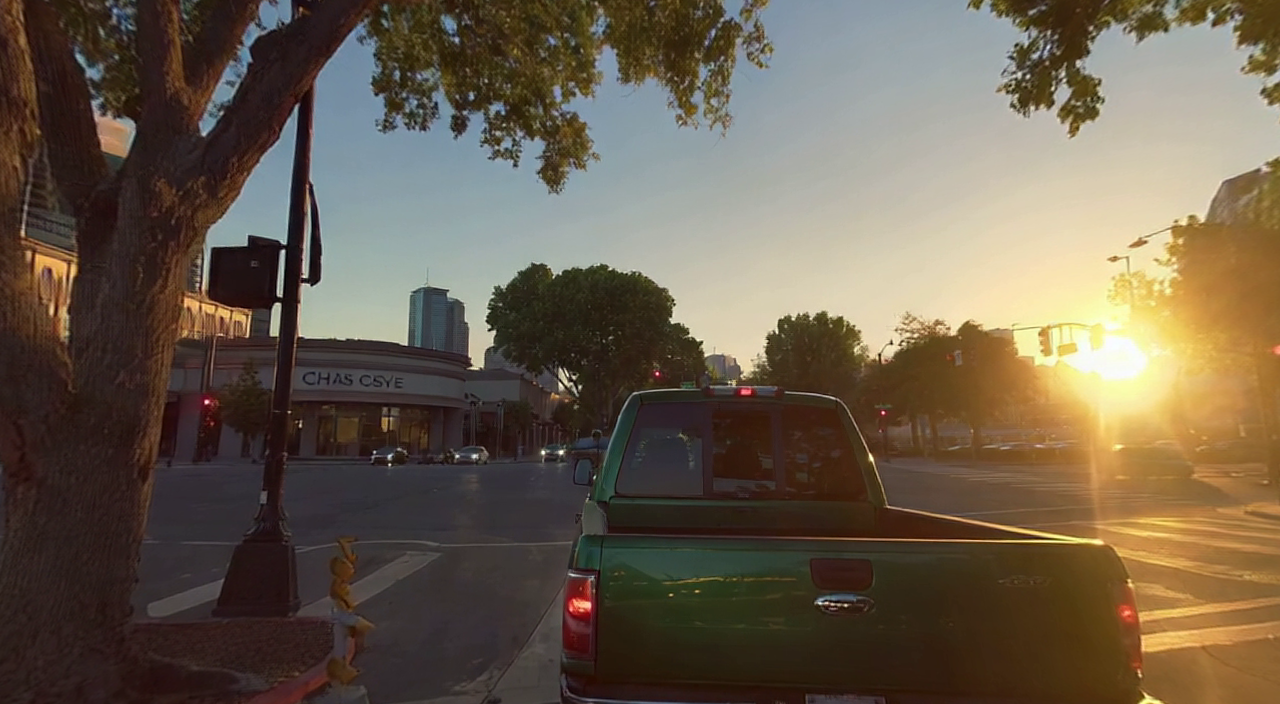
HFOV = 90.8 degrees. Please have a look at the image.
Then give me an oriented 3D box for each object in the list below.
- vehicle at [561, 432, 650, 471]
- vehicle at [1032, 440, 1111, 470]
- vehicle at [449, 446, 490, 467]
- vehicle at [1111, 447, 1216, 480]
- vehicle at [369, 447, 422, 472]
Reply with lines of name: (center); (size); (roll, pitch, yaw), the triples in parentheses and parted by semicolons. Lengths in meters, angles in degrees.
vehicle: (-1.979, 5.342, 34.122); (2.289, 1.927, 5.667); (5, -10, -32)
vehicle: (26.349, 6.265, 38.553); (4.541, 1.731, 2.007); (5, -10, -28)
vehicle: (-12.619, 7.762, 47.093); (1.946, 1.474, 4.008); (0, -9, 0)
vehicle: (25.846, 5.463, 31.175); (4.658, 1.478, 1.946); (4, -9, -24)
vehicle: (-16.245, 7.139, 42.242); (1.883, 1.586, 4.297); (0, -9, -1)
